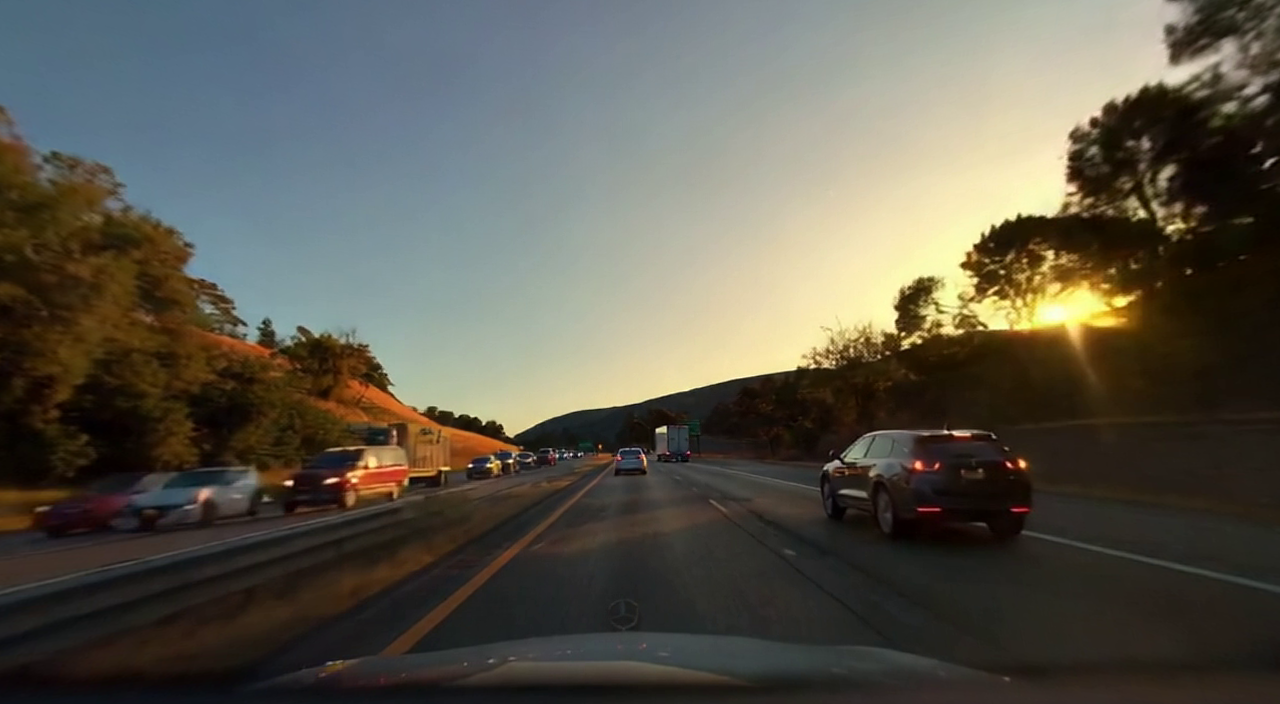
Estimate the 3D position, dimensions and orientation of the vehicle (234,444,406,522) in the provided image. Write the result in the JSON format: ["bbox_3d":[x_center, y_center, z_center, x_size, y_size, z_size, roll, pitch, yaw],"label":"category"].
[{"bbox_3d":[-7.832,3.218,15.994,1.987,1.663,4.580,0,-9,0],"label":"vehicle"}]

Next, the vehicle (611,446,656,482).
[{"bbox_3d":[-0.325,5.200,29.420,1.971,1.518,4.108,0,-9,-1],"label":"vehicle"}]

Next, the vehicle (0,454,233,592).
[{"bbox_3d":[-8.008,2.248,8.992,1.795,1.493,3.786,0,-9,-1],"label":"vehicle"}]

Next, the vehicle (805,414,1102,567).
[{"bbox_3d":[4.083,1.877,9.216,2.077,1.673,4.267,0,-9,-1],"label":"vehicle"}]

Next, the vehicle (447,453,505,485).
[{"bbox_3d":[-8.214,5.869,31.750,1.850,1.476,4.085,0,-9,-1],"label":"vehicle"}]
